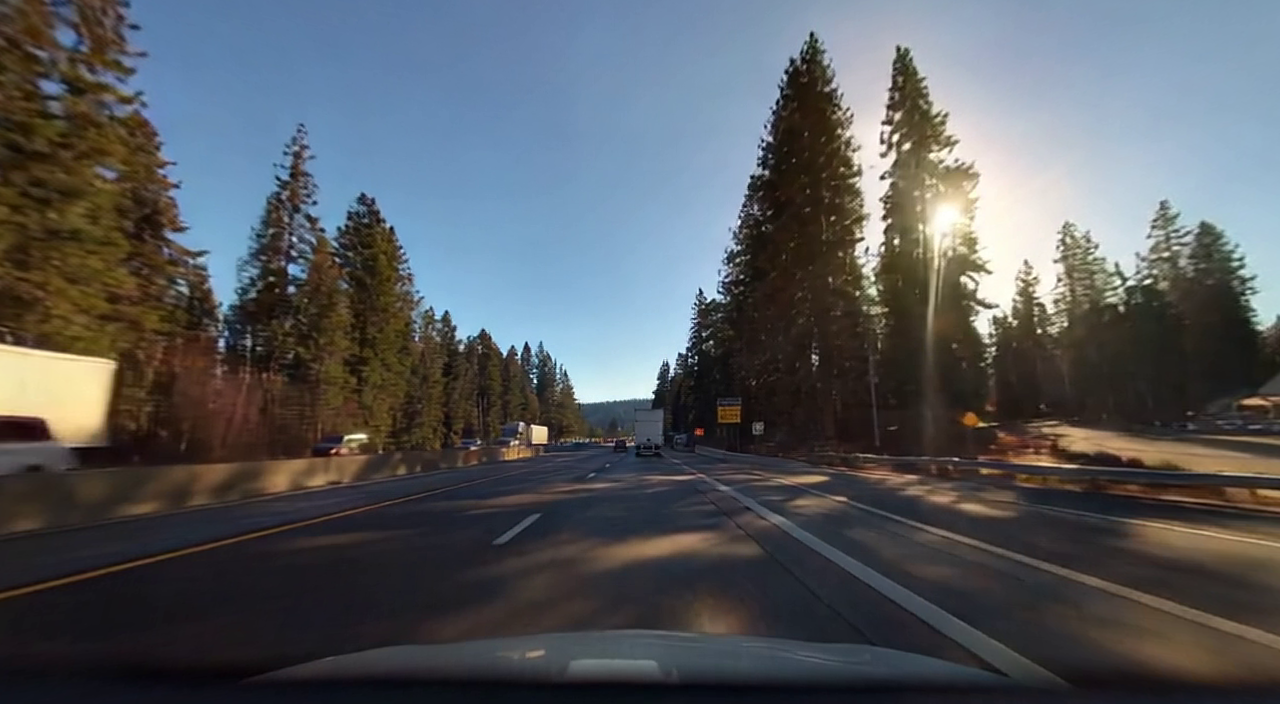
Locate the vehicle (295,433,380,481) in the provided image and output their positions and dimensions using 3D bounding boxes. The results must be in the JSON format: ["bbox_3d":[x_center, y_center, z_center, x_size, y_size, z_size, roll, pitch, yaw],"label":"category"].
[{"bbox_3d":[-17.893,6.226,37.681,2.360,2.607,5.290,0,-8,0],"label":"vehicle"}]
